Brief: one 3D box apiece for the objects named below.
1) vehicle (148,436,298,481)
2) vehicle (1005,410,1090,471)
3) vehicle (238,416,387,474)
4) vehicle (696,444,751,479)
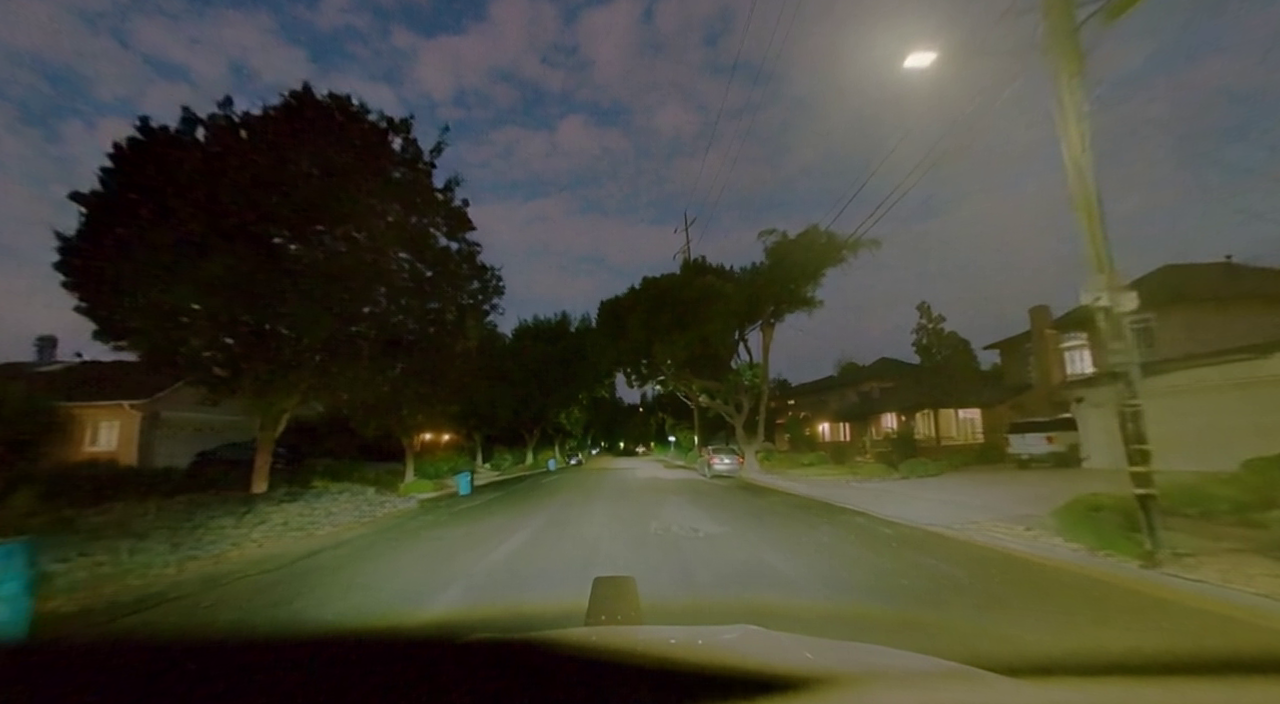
[{"bbox_3d":[-15.825,4.044,24.146,2.018,1.534,4.253,-5,-10,27],"label":"vehicle"},{"bbox_3d":[14.820,3.234,22.939,2.222,1.963,4.670,-6,-10,32],"label":"vehicle"},{"bbox_3d":[-16.805,4.830,32.478,6.381,2.645,2.703,-3,-9,10],"label":"vehicle"},{"bbox_3d":[3.833,5.106,29.611,2.011,1.521,4.292,0,-9,1],"label":"vehicle"}]
